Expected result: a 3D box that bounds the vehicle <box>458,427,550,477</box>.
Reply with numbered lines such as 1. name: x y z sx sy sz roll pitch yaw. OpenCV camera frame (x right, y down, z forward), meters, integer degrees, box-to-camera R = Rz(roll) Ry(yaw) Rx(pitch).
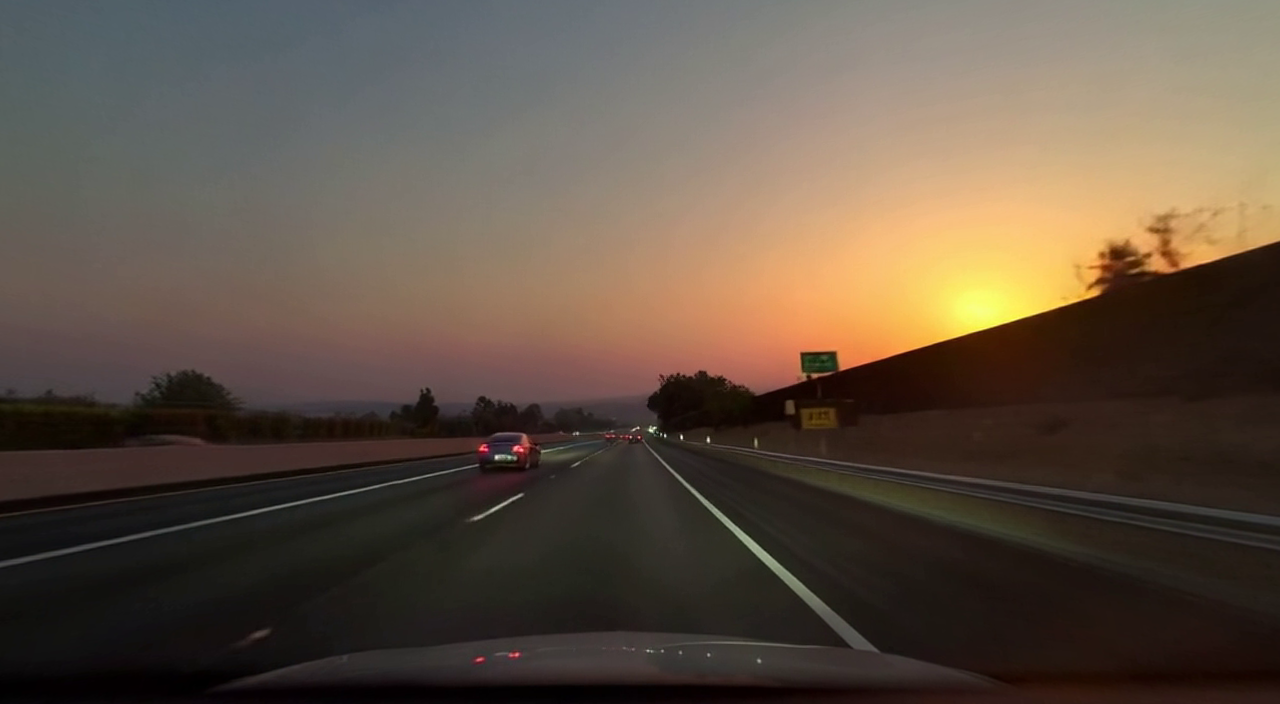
1. vehicle: -4.621 3.464 22.214 2.149 1.532 4.905 0 -8 0
